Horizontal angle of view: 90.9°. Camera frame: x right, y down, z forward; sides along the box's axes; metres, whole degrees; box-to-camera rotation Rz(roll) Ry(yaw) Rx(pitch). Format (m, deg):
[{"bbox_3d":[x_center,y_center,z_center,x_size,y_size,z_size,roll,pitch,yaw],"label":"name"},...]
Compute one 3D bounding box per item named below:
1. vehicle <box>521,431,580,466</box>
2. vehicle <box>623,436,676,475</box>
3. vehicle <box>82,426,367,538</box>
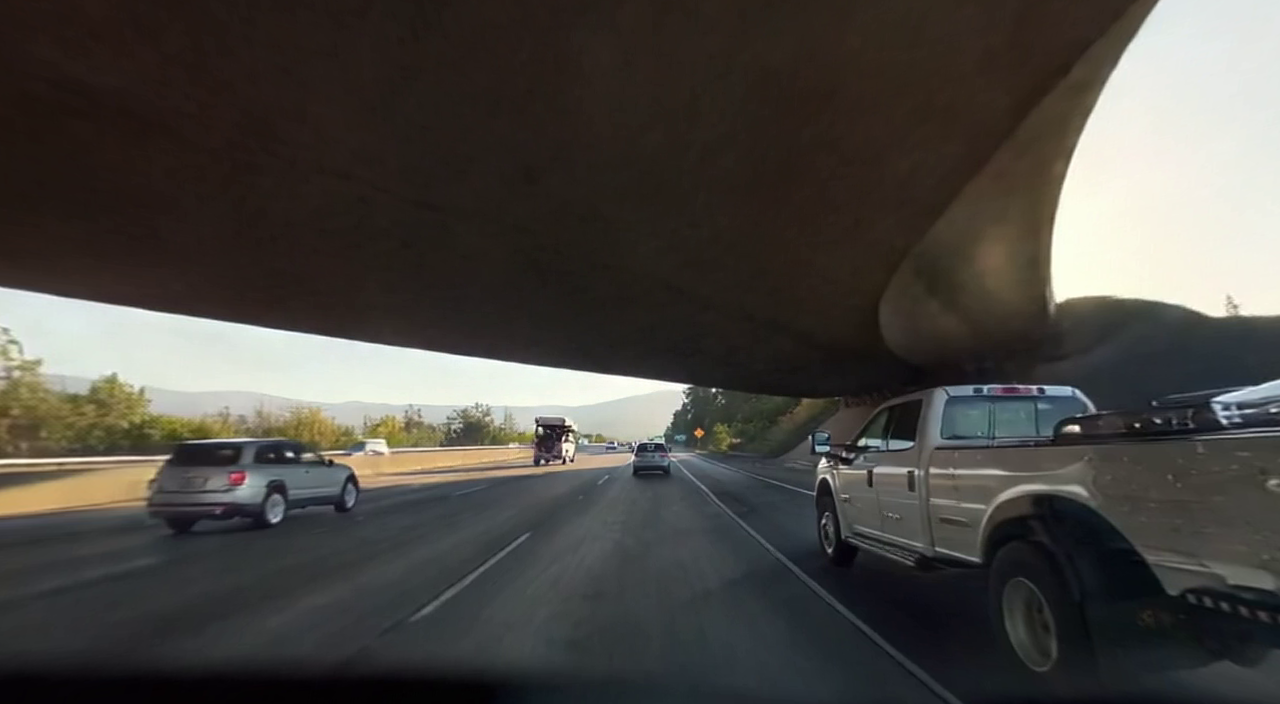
[{"bbox_3d":[-6.115,6.734,44.217,2.827,2.236,7.057,0,-8,2],"label":"vehicle"},{"bbox_3d":[0.478,4.898,30.057,2.336,1.722,4.212,0,-8,1],"label":"vehicle"},{"bbox_3d":[-7.176,2.262,11.683,2.115,1.644,4.513,0,-8,1],"label":"vehicle"}]
